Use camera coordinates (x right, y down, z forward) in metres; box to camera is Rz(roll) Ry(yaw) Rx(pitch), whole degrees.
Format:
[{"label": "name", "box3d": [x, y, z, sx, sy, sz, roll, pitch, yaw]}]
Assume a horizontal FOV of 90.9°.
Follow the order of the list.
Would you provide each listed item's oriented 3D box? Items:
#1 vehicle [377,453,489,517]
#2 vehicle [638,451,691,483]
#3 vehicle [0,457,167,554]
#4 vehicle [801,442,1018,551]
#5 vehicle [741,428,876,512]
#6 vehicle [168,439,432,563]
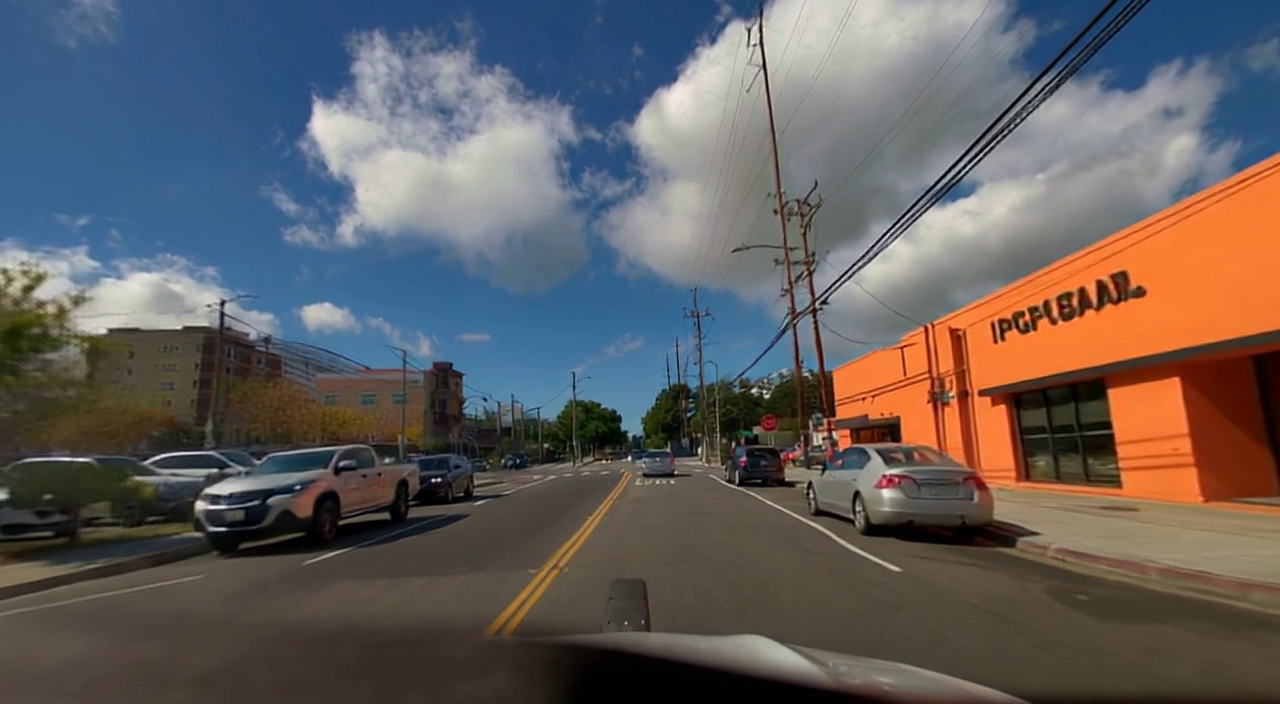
[{"label": "vehicle", "box3d": [-5.555, 3.581, 17.424, 1.820, 1.482, 3.737, 0, -8, 0]}, {"label": "vehicle", "box3d": [1.374, 6.080, 33.662, 2.033, 1.464, 4.645, -2, -8, 12]}, {"label": "vehicle", "box3d": [-11.730, 2.651, 11.177, 4.968, 1.493, 1.961, 0, -8, -3]}, {"label": "vehicle", "box3d": [4.227, 2.284, 10.820, 1.840, 1.452, 4.517, 0, -8, 2]}, {"label": "vehicle", "box3d": [4.187, 2.985, 16.620, 2.178, 1.856, 4.756, 1, -8, -1]}, {"label": "vehicle", "box3d": [-5.795, 2.540, 11.772, 2.146, 1.775, 5.117, 0, -8, -1]}]
